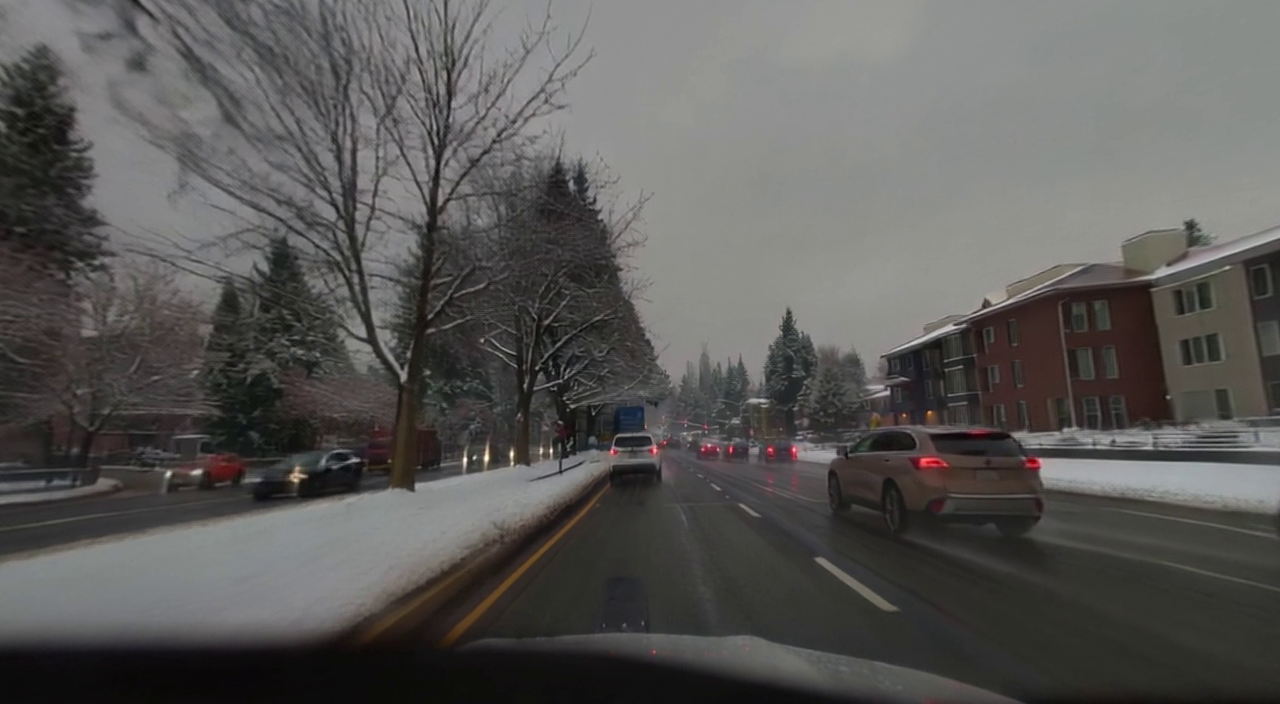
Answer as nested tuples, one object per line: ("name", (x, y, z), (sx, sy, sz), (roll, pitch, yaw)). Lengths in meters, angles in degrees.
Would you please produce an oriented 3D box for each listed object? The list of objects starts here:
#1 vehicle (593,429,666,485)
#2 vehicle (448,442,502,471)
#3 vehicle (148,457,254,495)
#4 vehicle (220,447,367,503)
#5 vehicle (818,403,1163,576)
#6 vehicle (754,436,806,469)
("vehicle", (-0.334, 3.700, 22.481), (2.332, 1.798, 4.546), (0, -8, 0))
("vehicle", (-10.426, 6.632, 40.243), (2.142, 1.742, 4.523), (0, -8, 1))
("vehicle", (-20.613, 5.806, 29.850), (1.821, 1.568, 4.296), (0, -8, 2))
("vehicle", (-10.317, 3.656, 19.231), (1.907, 1.471, 4.410), (0, -8, 1))
("vehicle", (4.088, 1.687, 8.516), (2.100, 1.689, 4.501), (0, -8, 1))
("vehicle", (7.823, 5.656, 35.626), (1.971, 1.722, 4.341), (0, -8, 0))
